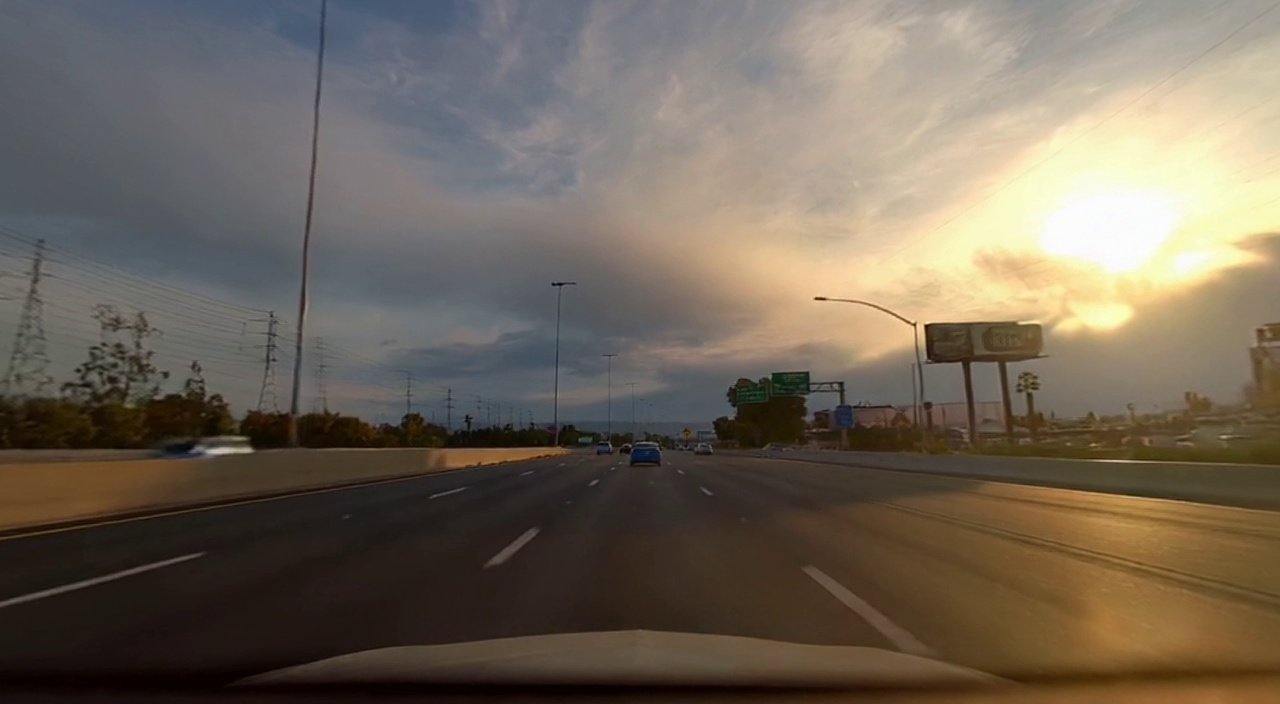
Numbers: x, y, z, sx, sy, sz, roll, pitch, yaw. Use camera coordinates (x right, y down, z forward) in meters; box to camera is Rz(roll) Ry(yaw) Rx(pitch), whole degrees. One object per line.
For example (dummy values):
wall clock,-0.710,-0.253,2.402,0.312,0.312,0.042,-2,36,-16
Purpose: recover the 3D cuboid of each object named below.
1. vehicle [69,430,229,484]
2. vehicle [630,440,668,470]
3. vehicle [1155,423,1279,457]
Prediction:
vehicle,-15.633,3.362,20.429,1.895,1.554,3.965,-1,-8,1
vehicle,0.533,5.883,36.209,2.074,1.574,3.971,0,-8,1
vehicle,27.794,4.237,30.210,2.072,1.495,4.732,0,-8,-4
